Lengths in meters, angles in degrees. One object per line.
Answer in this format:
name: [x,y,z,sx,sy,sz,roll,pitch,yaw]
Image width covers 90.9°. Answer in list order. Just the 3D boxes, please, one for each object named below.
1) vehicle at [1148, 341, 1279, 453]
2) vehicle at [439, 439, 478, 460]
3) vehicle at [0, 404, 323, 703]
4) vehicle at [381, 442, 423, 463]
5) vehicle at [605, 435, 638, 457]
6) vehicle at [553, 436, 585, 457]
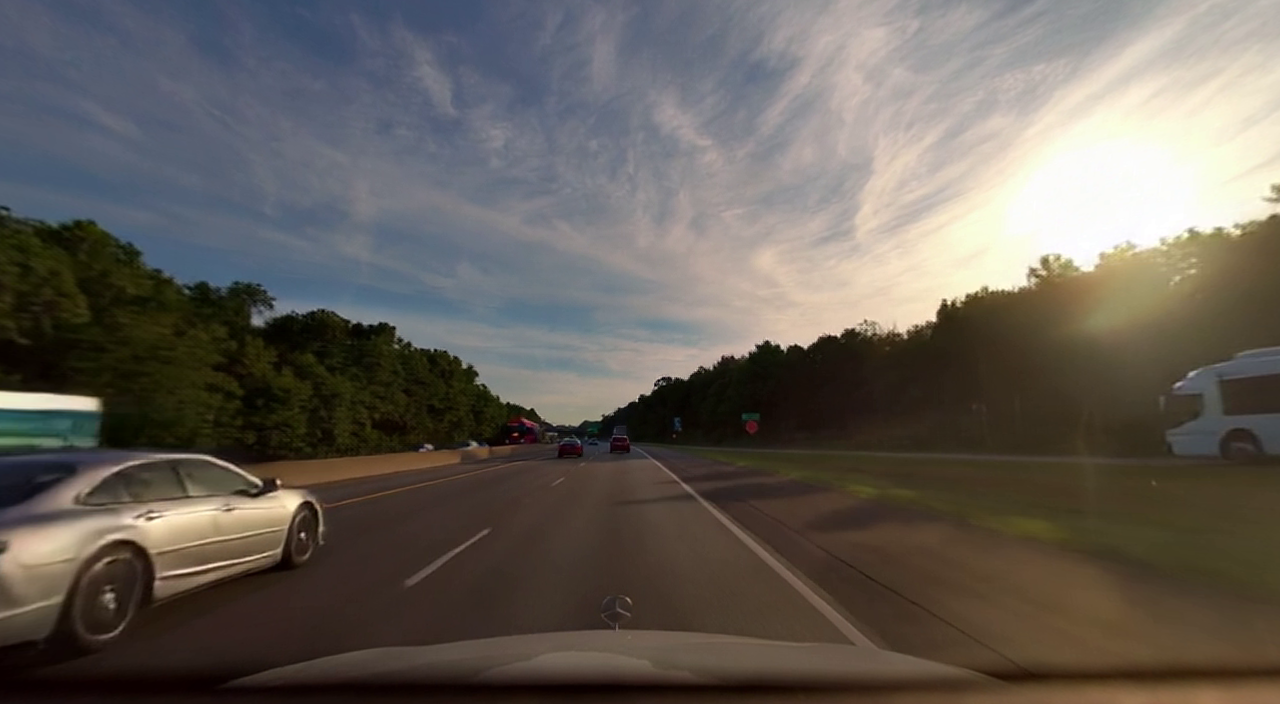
vehicle: [24.100,1.805,24.189,3.119,3.973,6.022,-1,-9,-14]
vehicle: [-13.462,7.247,47.023,1.794,1.453,3.824,0,-8,-1]
vehicle: [-4.091,1.135,4.076,1.958,1.477,4.121,0,-8,-1]
vehicle: [-17.152,7.210,45.500,1.686,1.417,3.443,0,-8,0]
vehicle: [-1.270,6.543,44.109,2.162,1.460,4.242,0,-8,-1]
vehicle: [-5.070,6.752,45.387,1.907,1.445,4.049,0,-8,-1]
